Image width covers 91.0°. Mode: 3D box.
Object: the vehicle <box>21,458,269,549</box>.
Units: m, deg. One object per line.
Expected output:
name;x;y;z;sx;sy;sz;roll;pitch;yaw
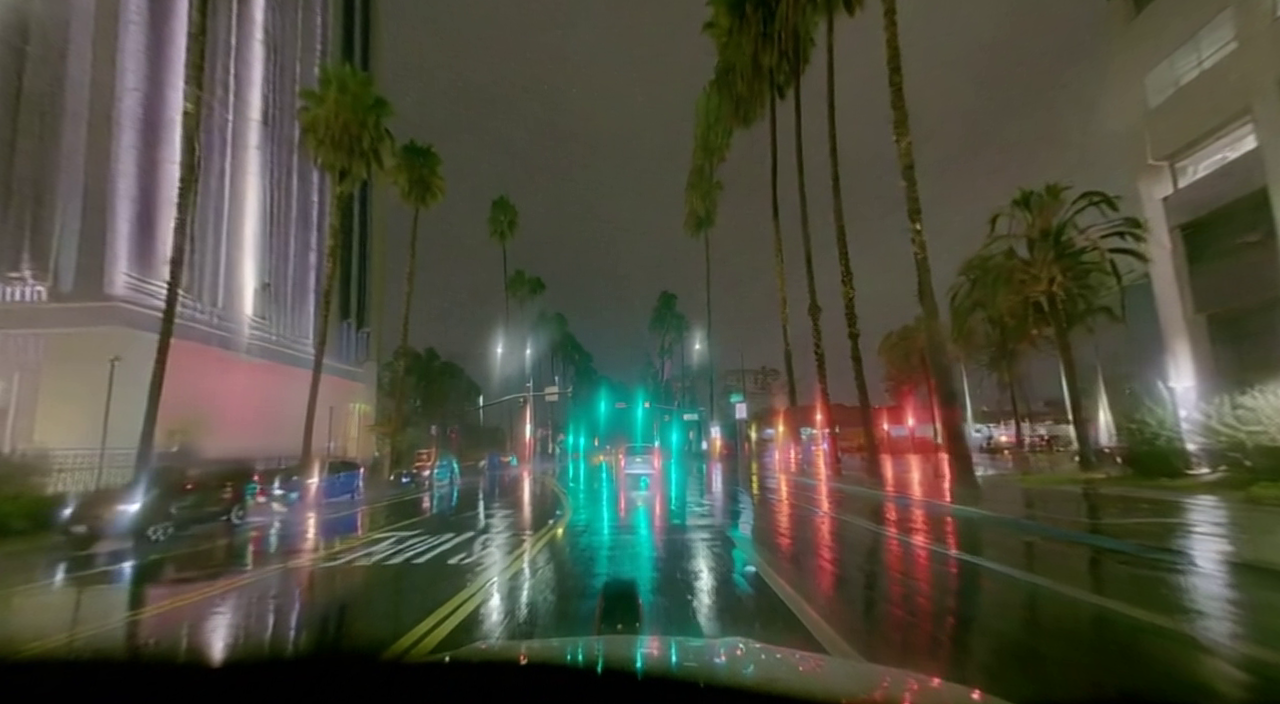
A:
vehicle;-12.146;3.689;16.052;2.308;1.839;4.793;0;-9;2

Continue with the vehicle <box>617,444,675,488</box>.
vehicle;0.251;4.612;25.733;2.145;1.632;3.972;0;-9;1

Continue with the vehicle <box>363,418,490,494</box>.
vehicle;-11.982;6.010;37.089;3.058;3.443;12.503;-5;-8;0

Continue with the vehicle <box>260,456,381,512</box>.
vehicle;-11.969;4.937;24.060;1.981;1.803;4.835;0;-9;1
